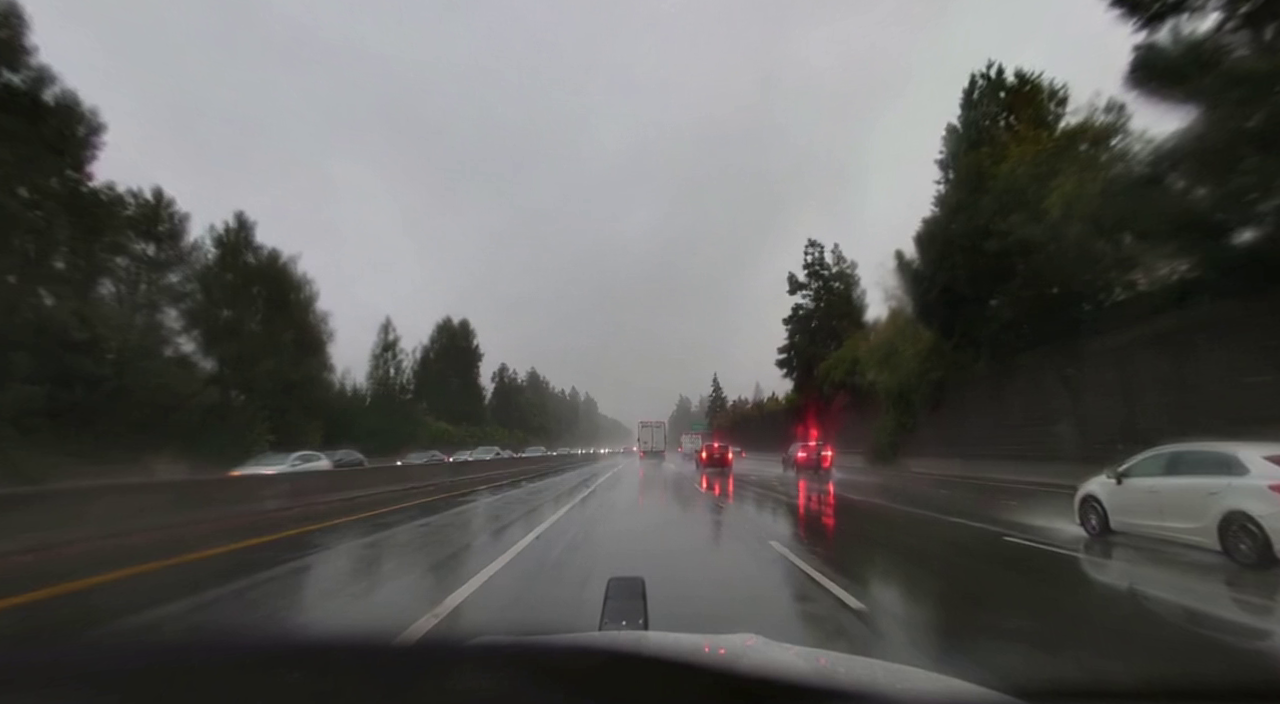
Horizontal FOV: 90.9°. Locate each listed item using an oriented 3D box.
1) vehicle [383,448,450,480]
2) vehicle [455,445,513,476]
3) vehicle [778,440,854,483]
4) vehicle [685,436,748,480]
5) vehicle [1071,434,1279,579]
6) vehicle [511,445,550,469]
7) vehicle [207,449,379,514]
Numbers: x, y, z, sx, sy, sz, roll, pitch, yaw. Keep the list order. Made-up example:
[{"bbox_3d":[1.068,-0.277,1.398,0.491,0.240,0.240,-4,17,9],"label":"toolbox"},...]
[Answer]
[{"bbox_3d":[-12.176,6.102,34.663,1.930,1.549,4.442,0,-8,2],"label":"vehicle"},{"bbox_3d":[-8.440,5.882,34.495,1.963,1.571,4.318,0,-8,2],"label":"vehicle"},{"bbox_3d":[7.512,4.675,27.339,1.976,1.703,4.288,0,-8,-1],"label":"vehicle"},{"bbox_3d":[3.482,4.937,29.678,2.209,1.862,4.717,0,-8,-1],"label":"vehicle"},{"bbox_3d":[7.668,1.706,7.221,2.022,1.488,4.817,0,-8,-1],"label":"vehicle"},{"bbox_3d":[-7.800,7.512,45.305,1.997,1.600,4.277,0,-8,1],"label":"vehicle"},{"bbox_3d":[-8.826,3.286,16.573,1.955,1.448,4.351,0,-8,1],"label":"vehicle"}]
